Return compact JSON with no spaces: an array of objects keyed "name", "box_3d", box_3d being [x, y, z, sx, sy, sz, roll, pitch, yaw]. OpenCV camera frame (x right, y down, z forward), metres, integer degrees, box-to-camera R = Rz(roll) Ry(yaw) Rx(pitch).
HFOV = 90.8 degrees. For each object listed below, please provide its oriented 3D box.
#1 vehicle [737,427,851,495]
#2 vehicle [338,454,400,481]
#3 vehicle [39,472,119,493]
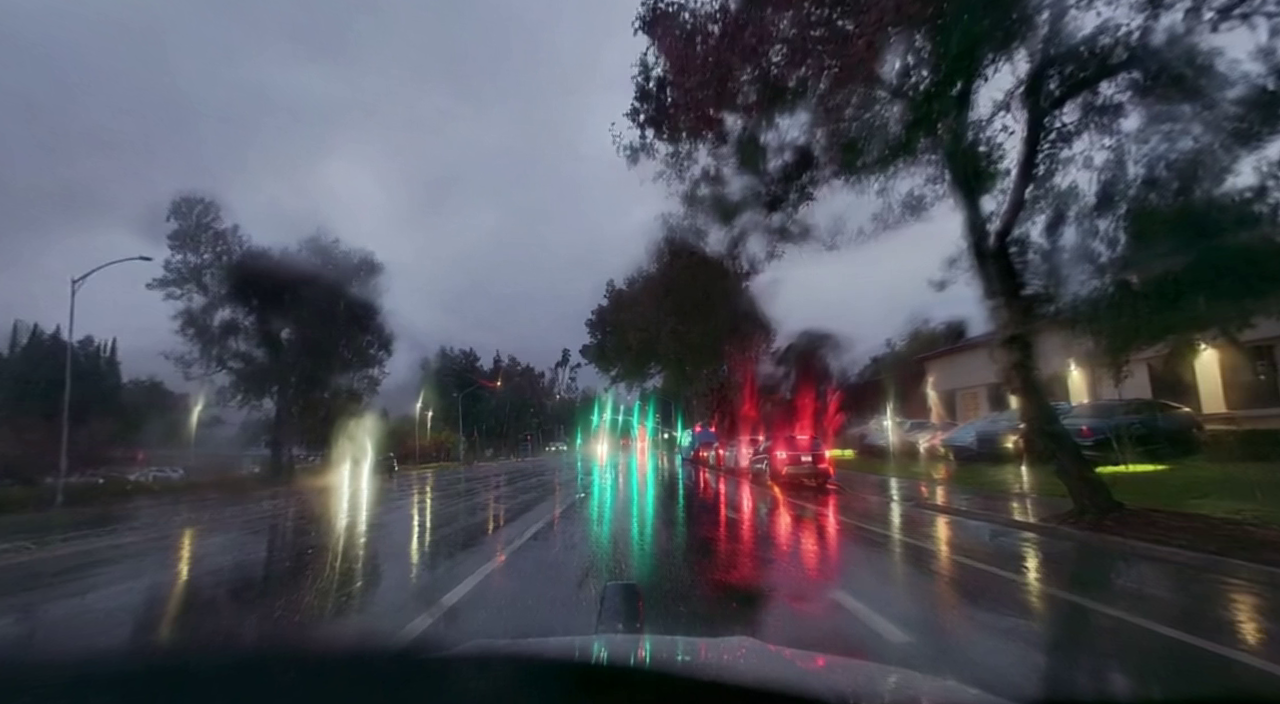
[{"name":"vehicle","box_3d":[4.405,3.214,18.989,2.094,1.731,4.763,0,-8,-1]},{"name":"vehicle","box_3d":[-19.633,8.375,46.025,2.166,1.804,4.897,-1,-8,3]},{"name":"vehicle","box_3d":[-42.276,9.831,47.653,4.357,1.435,1.816,0,-9,3]}]
